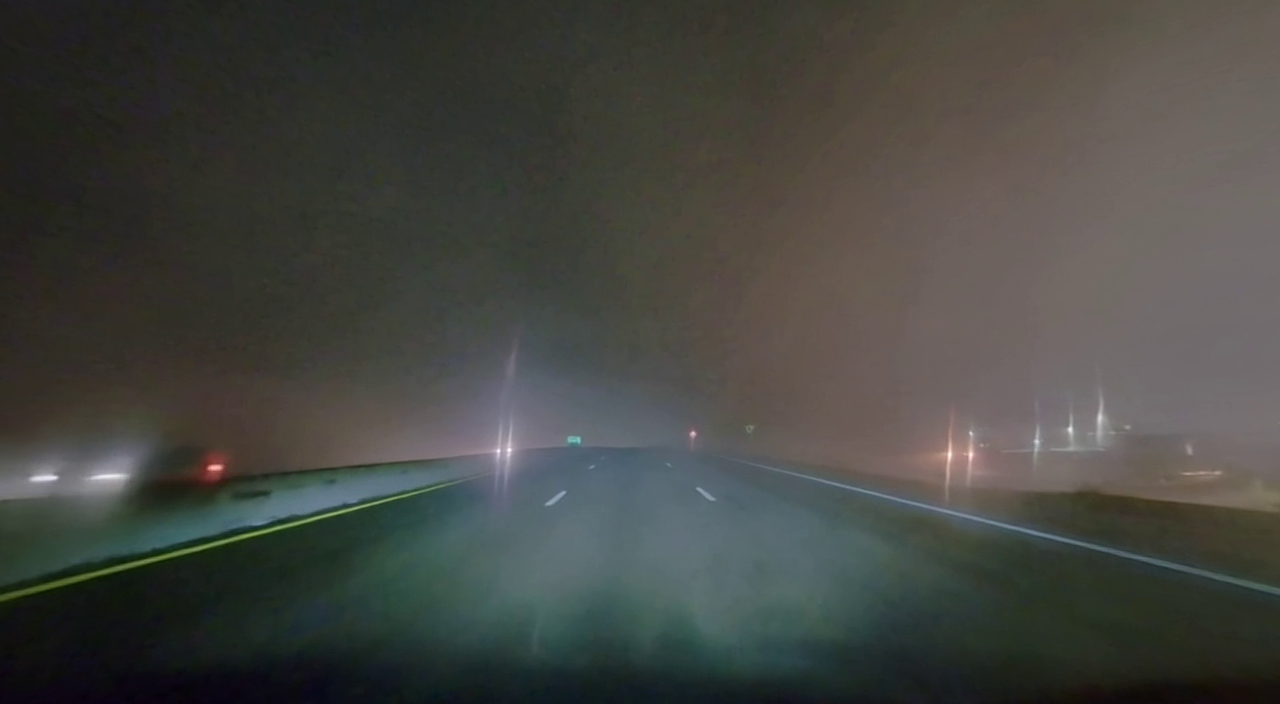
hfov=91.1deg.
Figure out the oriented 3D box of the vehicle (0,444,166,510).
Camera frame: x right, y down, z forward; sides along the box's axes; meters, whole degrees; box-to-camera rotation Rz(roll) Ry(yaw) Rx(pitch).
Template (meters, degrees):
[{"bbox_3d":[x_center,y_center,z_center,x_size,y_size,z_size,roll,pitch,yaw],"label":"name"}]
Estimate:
[{"bbox_3d":[-16.114,3.406,17.724,1.944,1.556,4.504,0,-8,0],"label":"vehicle"}]
